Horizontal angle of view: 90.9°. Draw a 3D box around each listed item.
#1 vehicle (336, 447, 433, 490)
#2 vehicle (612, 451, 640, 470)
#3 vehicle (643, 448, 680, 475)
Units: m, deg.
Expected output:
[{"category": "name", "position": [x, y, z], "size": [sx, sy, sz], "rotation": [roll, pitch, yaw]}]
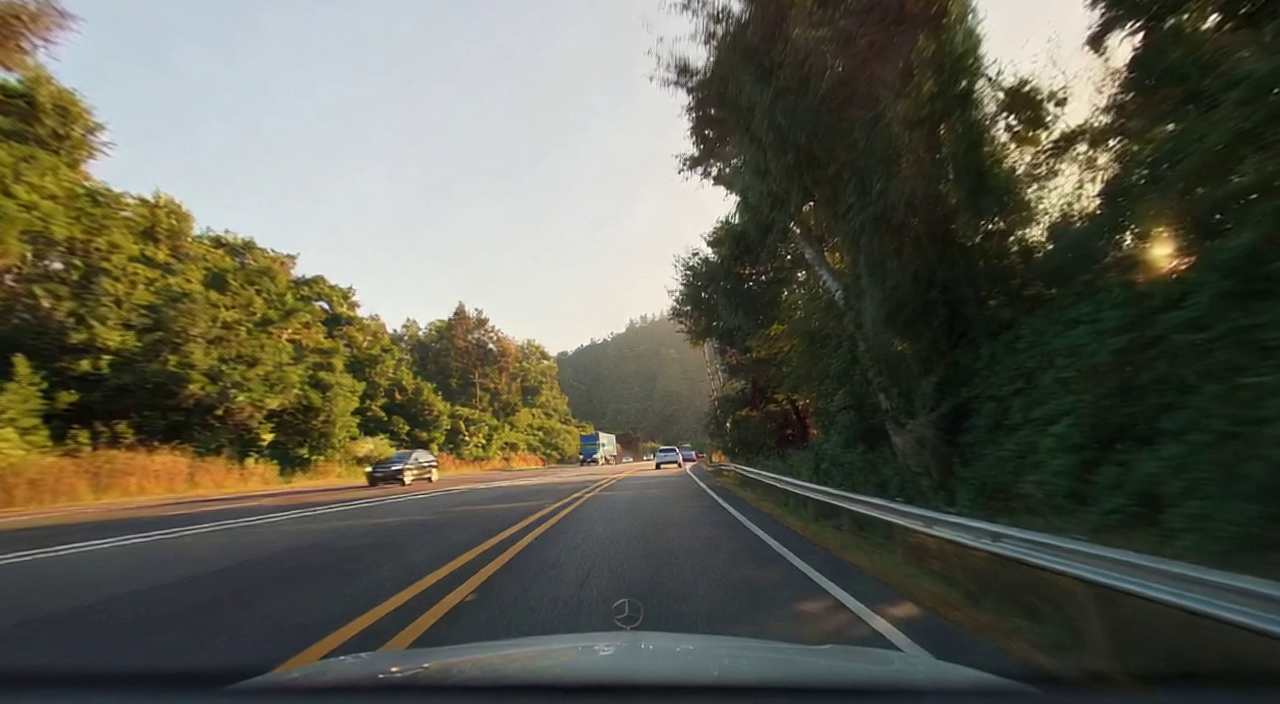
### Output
[{"category": "vehicle", "position": [-11.310, 5.174, 28.325], "size": [2.013, 1.718, 4.701], "rotation": [-1, -9, 6]}, {"category": "vehicle", "position": [-1.077, 8.562, 49.816], "size": [1.816, 1.423, 3.847], "rotation": [-1, -9, 5]}, {"category": "vehicle", "position": [1.346, 6.573, 38.001], "size": [2.080, 1.486, 3.813], "rotation": [-1, -9, 3]}]
